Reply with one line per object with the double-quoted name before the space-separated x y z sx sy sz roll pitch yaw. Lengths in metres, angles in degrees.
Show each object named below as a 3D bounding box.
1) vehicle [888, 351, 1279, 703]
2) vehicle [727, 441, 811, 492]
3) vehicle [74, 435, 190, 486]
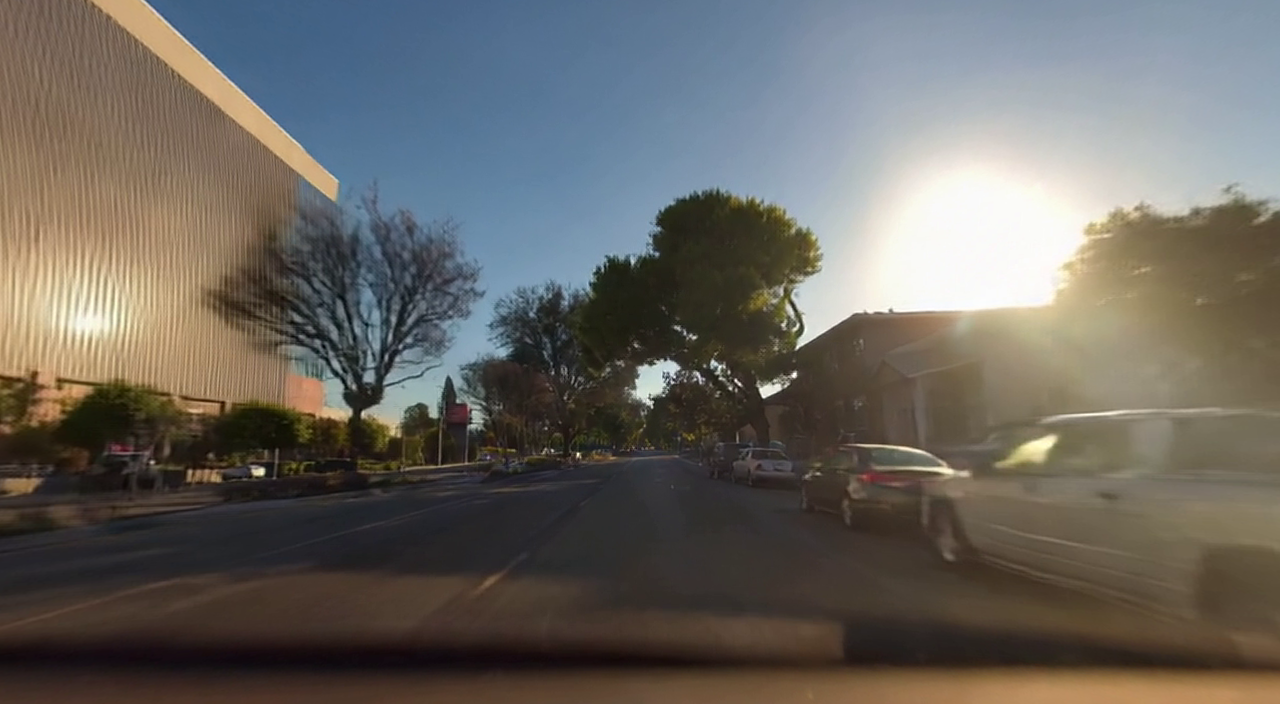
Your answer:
"vehicle" 3.965 1.173 4.775 2.078 1.771 5.174 0 -8 0
"vehicle" 4.451 4.004 22.583 1.962 1.590 5.179 0 -8 1
"vehicle" -36.069 7.673 45.118 2.736 3.317 6.453 0 -8 0
